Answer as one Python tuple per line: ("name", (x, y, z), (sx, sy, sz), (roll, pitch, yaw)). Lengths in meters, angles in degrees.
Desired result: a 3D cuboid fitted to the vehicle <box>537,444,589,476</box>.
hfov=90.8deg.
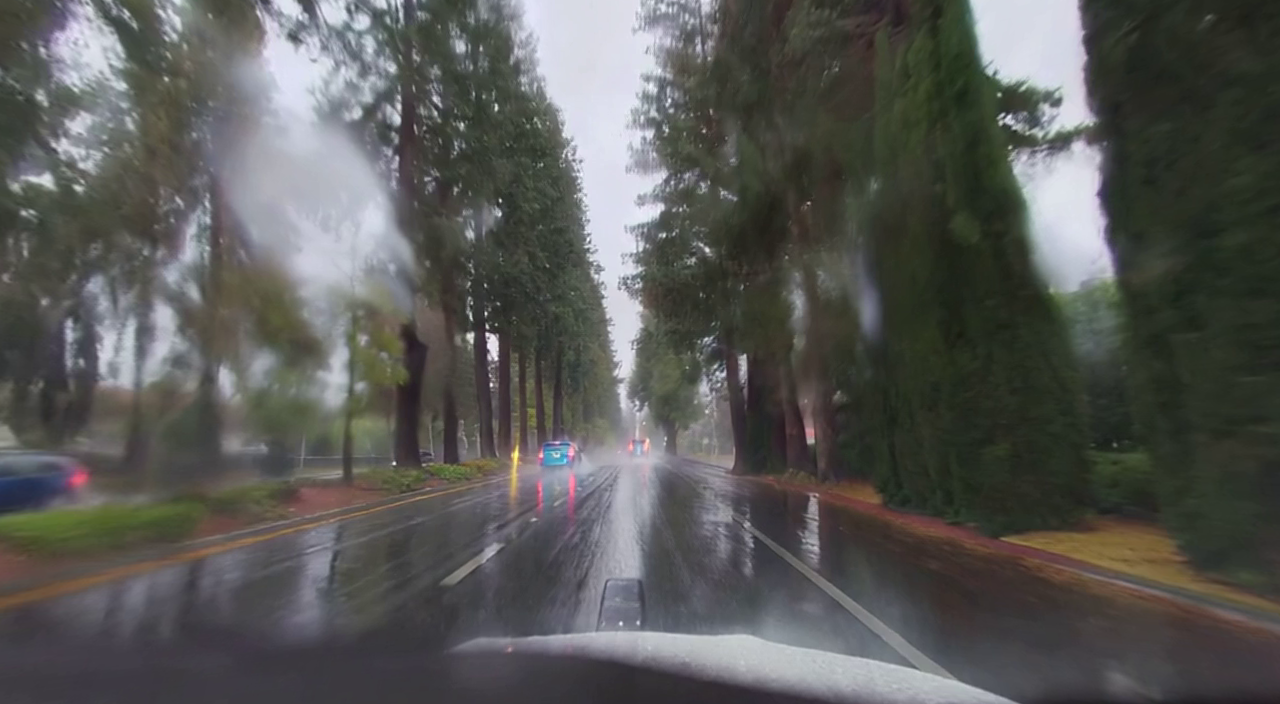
("vehicle", (-3.627, 5.166, 30.508), (1.917, 1.448, 4.178), (0, -8, 1))
